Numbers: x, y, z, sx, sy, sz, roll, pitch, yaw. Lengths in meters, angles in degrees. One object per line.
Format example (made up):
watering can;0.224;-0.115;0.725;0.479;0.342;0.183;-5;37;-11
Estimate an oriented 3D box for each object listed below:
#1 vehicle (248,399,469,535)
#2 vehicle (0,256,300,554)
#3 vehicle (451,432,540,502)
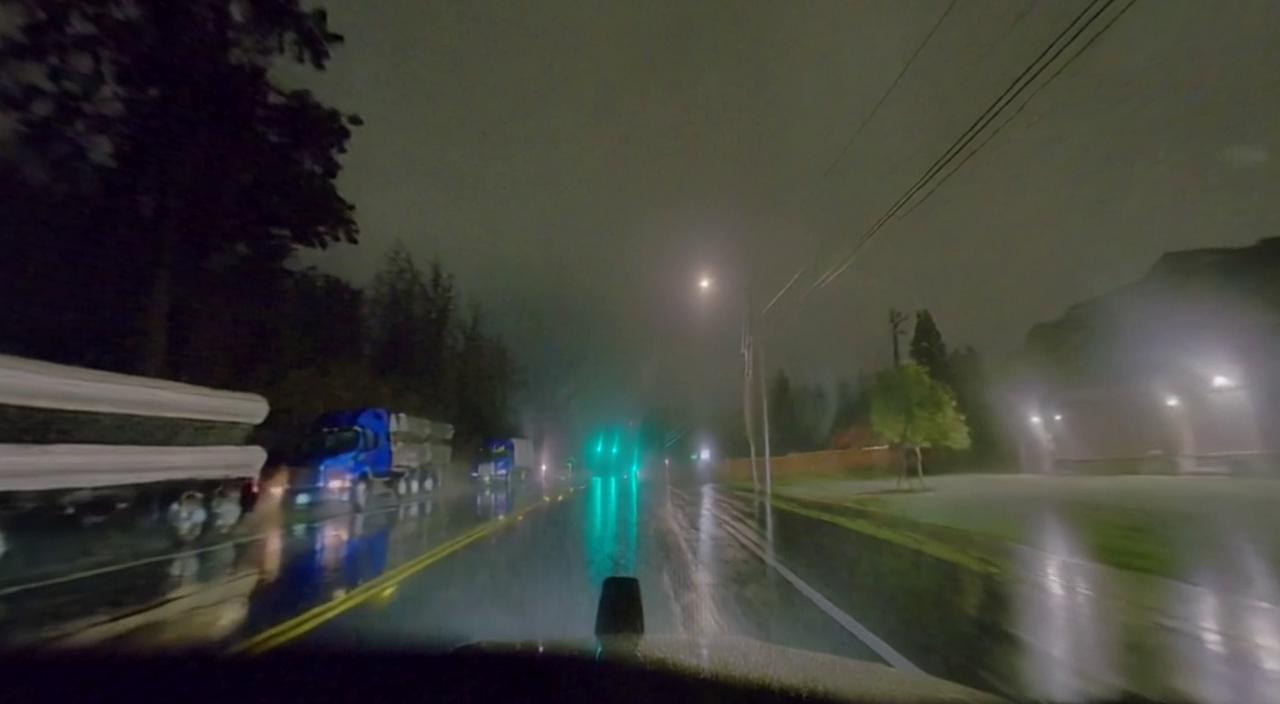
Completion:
vehicle;-8.330;3.403;20.637;2.788;3.365;9.652;0;-6;0
vehicle;-9.604;1.098;8.226;5.596;3.130;8.972;-4;-12;-2
vehicle;-8.437;6.717;38.450;2.905;3.359;10.168;0;-6;1
